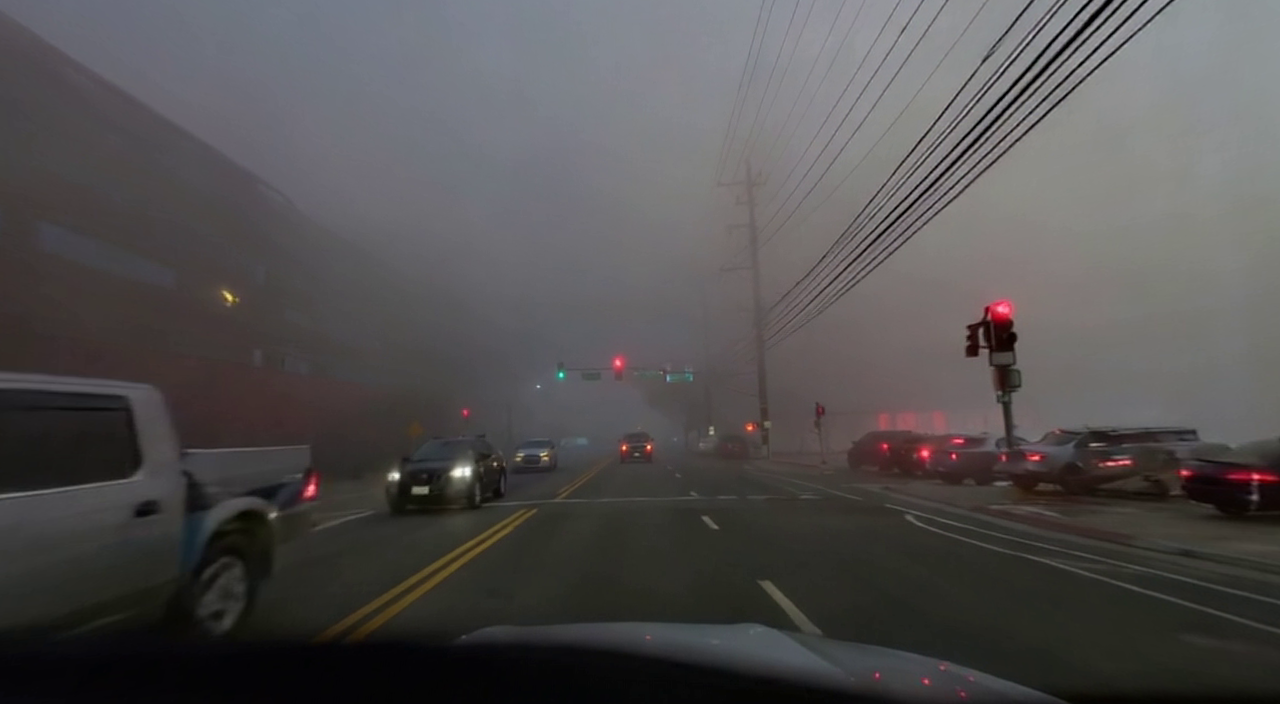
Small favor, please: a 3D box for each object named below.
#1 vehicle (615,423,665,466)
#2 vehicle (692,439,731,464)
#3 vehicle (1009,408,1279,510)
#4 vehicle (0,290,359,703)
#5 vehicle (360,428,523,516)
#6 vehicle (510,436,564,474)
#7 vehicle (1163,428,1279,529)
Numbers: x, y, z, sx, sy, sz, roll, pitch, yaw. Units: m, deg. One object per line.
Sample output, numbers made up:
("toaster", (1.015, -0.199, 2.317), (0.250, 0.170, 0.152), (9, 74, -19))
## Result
("vehicle", (0.034, 5.428, 37.046), (2.683, 2.295, 6.404), (0, -9, 0))
("vehicle", (4.434, 6.250, 39.710), (1.926, 1.482, 4.442), (0, -9, 0))
("vehicle", (10.722, 2.145, 12.948), (4.937, 1.827, 2.042), (-1, -8, 0))
("vehicle", (-3.708, 0.798, 3.038), (2.277, 1.904, 5.583), (0, -9, -2))
("vehicle", (-4.103, 2.573, 14.070), (2.033, 1.572, 4.939), (0, -9, 0))
("vehicle", (-4.656, 4.717, 29.054), (1.875, 1.595, 3.901), (0, -9, -1))
("vehicle", (11.467, 1.985, 10.221), (4.238, 1.464, 1.862), (-1, -9, 2))
